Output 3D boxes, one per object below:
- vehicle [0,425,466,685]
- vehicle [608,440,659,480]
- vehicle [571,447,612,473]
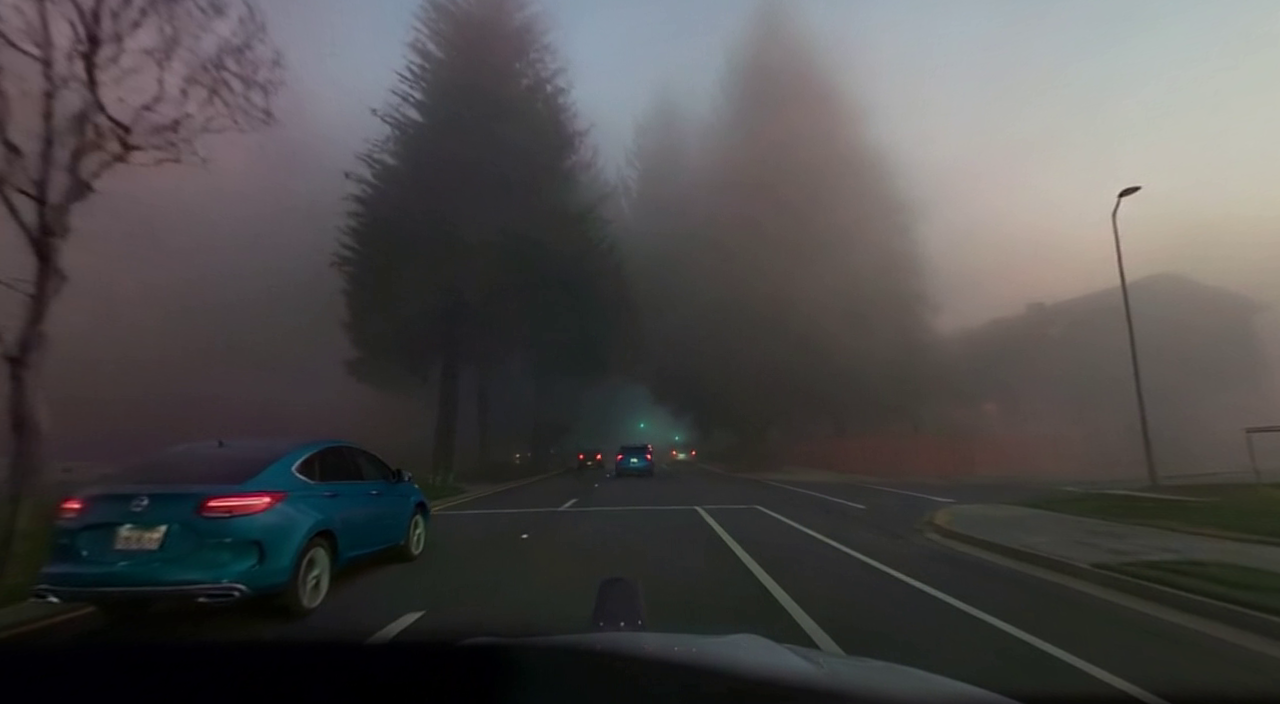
[{"bbox_3d":[-3.551,1.541,6.179,2.105,1.469,4.978,0,-8,2],"label":"vehicle"},{"bbox_3d":[-0.246,4.977,29.184,2.220,1.742,4.047,0,-8,1],"label":"vehicle"},{"bbox_3d":[-2.851,6.457,37.796,2.032,1.433,4.458,0,-8,2],"label":"vehicle"}]
